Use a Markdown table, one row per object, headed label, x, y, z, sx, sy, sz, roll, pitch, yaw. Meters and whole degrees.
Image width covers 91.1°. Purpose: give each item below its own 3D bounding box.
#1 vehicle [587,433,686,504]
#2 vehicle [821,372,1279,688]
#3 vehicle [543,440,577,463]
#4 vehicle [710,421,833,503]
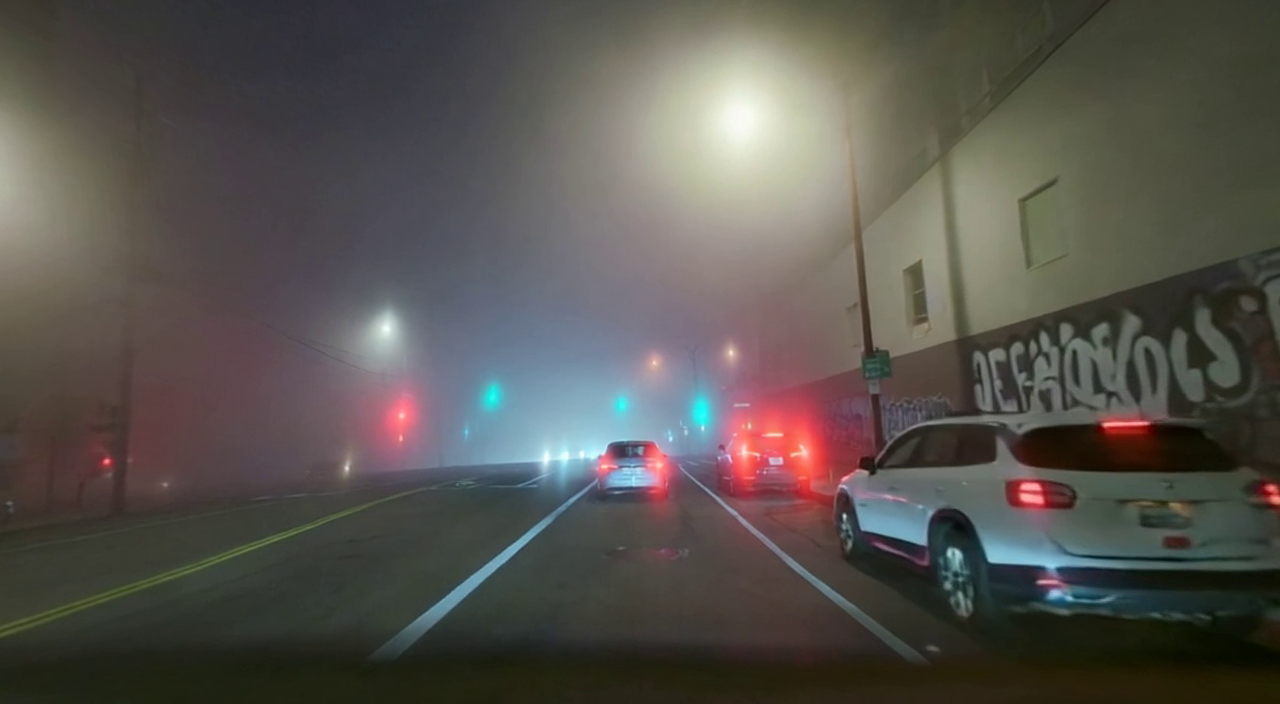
| label | x | y | z | sx | sy | sz | roll | pitch | yaw |
| --- | --- | --- | --- | --- | --- | --- | --- | --- | --- |
| vehicle | -0.053 | 2.868 | 15.891 | 2.153 | 1.505 | 4.452 | 0 | -9 | 1 |
| vehicle | 3.283 | 1.295 | 5.694 | 1.938 | 1.714 | 4.402 | 0 | -9 | 0 |
| vehicle | -6.036 | 7.576 | 47.836 | 2.059 | 1.699 | 4.252 | 0 | -9 | 1 |
| vehicle | 3.172 | 2.782 | 16.233 | 2.060 | 1.783 | 4.579 | 0 | -9 | -1 |
